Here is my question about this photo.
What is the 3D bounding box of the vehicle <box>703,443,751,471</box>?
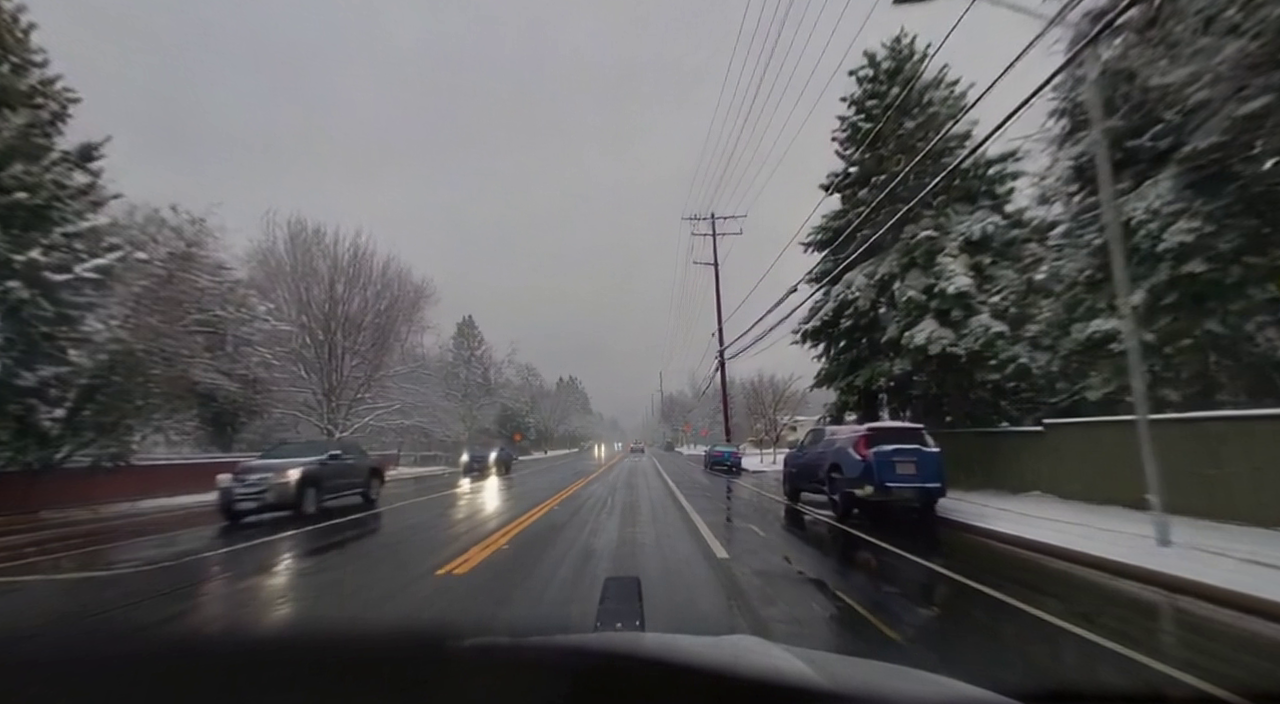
[{"bbox_3d":[4.759,5.805,35.187,1.987,1.479,4.562,0,-8,0],"label":"vehicle"}]

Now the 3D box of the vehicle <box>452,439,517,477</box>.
[{"bbox_3d":[-7.428,5.106,30.635,1.989,1.706,4.495,0,-8,1],"label":"vehicle"}]

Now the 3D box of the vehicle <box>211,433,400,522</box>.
[{"bbox_3d":[-7.382,2.783,14.576,1.979,1.711,4.331,0,-8,0],"label":"vehicle"}]

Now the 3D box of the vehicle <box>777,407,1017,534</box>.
[{"bbox_3d":[4.710,2.331,13.135,2.335,1.972,6.368,0,-8,0],"label":"vehicle"}]
